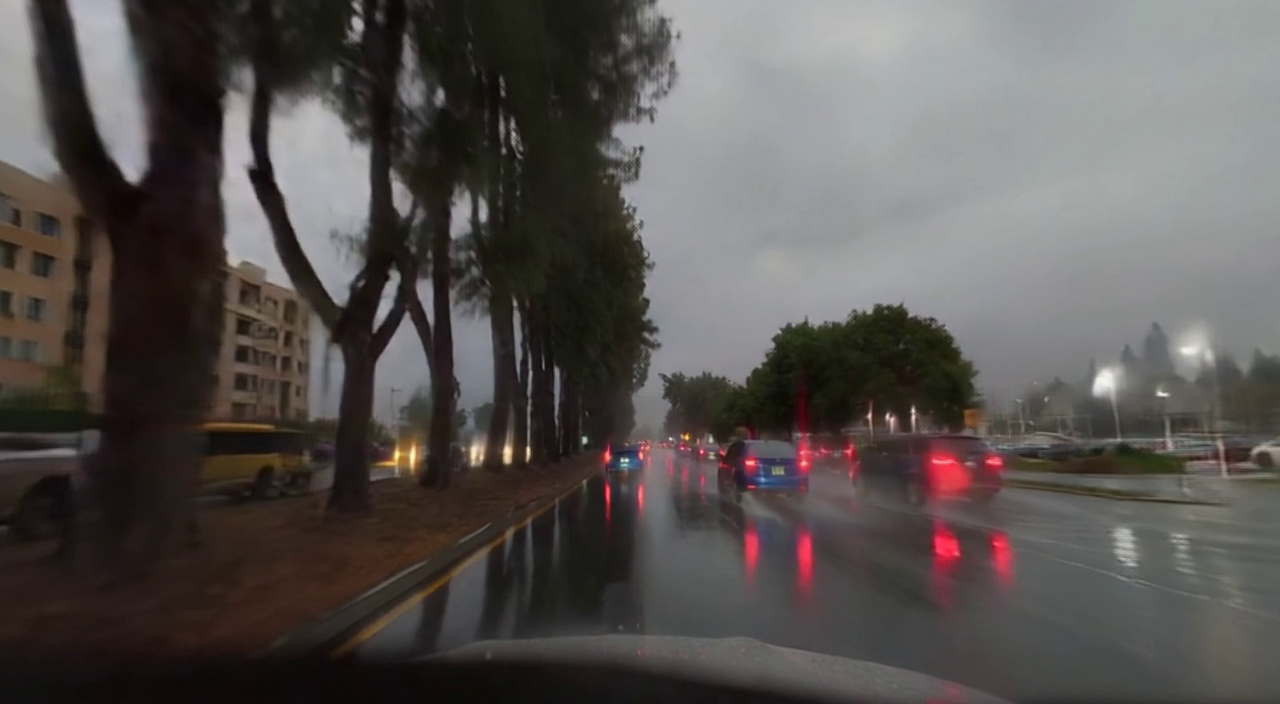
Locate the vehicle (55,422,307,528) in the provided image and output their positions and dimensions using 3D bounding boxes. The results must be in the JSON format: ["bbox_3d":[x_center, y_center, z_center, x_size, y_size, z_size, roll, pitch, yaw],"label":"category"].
[{"bbox_3d":[-9.032,2.431,13.080,1.927,1.788,4.541,0,-9,-3],"label":"vehicle"}]

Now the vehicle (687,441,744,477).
[{"bbox_3d":[3.280,4.729,28.208,1.908,1.453,4.230,0,-9,-2],"label":"vehicle"}]

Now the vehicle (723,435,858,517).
[{"bbox_3d":[3.043,2.589,13.657,1.852,1.498,3.825,0,-9,-2],"label":"vehicle"}]

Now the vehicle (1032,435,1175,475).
[{"bbox_3d":[20.601,4.573,28.226,4.697,1.691,2.106,0,-9,-1],"label":"vehicle"}]

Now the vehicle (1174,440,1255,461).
[{"bbox_3d":[42.402,7.280,46.782,1.907,1.464,4.298,0,-9,0],"label":"vehicle"}]

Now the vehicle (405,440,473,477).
[{"bbox_3d":[-9.424,5.046,30.036,1.953,1.612,4.204,0,-9,-2],"label":"vehicle"}]

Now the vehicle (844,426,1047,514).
[{"bbox_3d":[7.128,2.817,15.652,2.224,1.772,5.325,0,-9,-2],"label":"vehicle"}]

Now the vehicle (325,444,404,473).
[{"bbox_3d":[-16.379,6.355,38.002,2.115,1.621,5.840,0,-9,0],"label":"vehicle"}]

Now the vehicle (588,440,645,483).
[{"bbox_3d":[-0.825,4.102,23.876,1.994,1.479,3.647,0,-9,0],"label":"vehicle"}]

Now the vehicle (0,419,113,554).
[{"bbox_3d":[-8.954,1.610,7.263,2.019,1.668,4.433,-1,-8,-1],"label":"vehicle"}]
